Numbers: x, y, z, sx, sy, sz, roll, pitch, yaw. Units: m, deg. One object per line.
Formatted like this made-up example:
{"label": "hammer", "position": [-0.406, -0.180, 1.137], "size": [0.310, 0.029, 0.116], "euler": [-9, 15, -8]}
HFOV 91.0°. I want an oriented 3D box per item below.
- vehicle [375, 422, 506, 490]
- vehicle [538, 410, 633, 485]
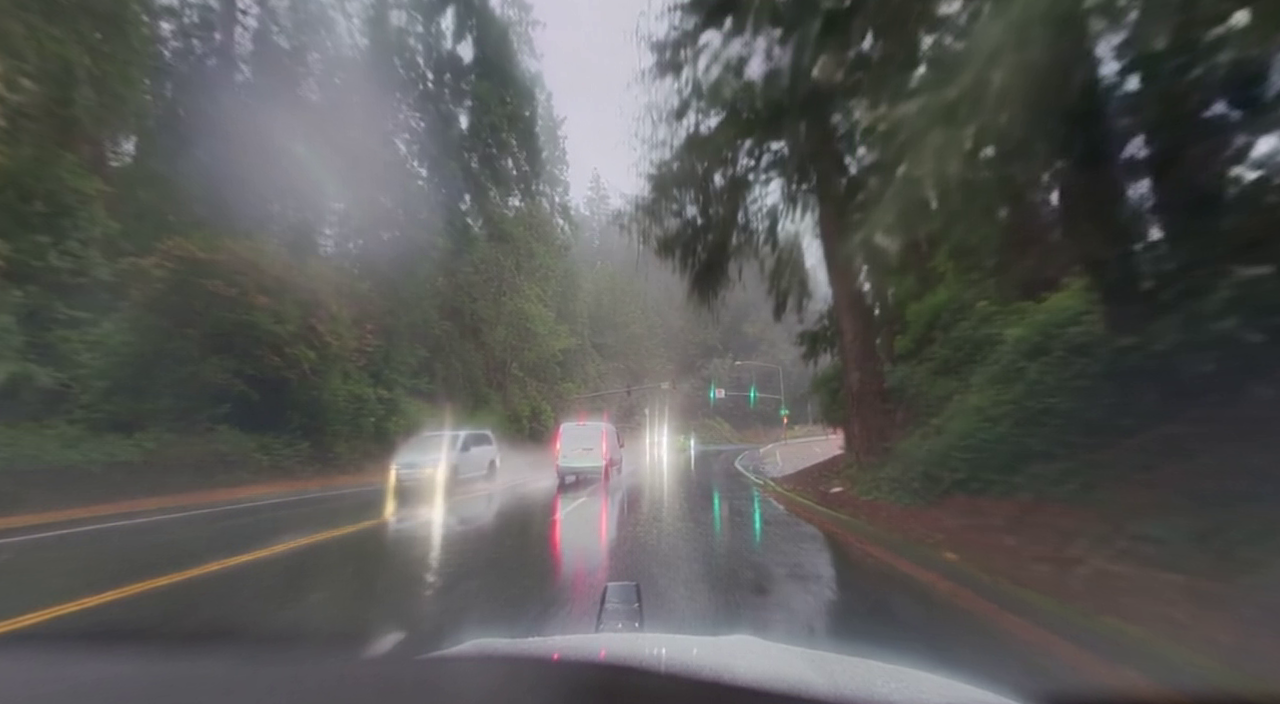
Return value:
{"label": "vehicle", "position": [-5.494, 2.973, 18.087], "size": [1.968, 1.674, 4.451], "euler": [-2, -9, 5]}
{"label": "vehicle", "position": [-1.625, 3.168, 21.021], "size": [2.362, 2.185, 5.212], "euler": [-1, -8, 4]}
